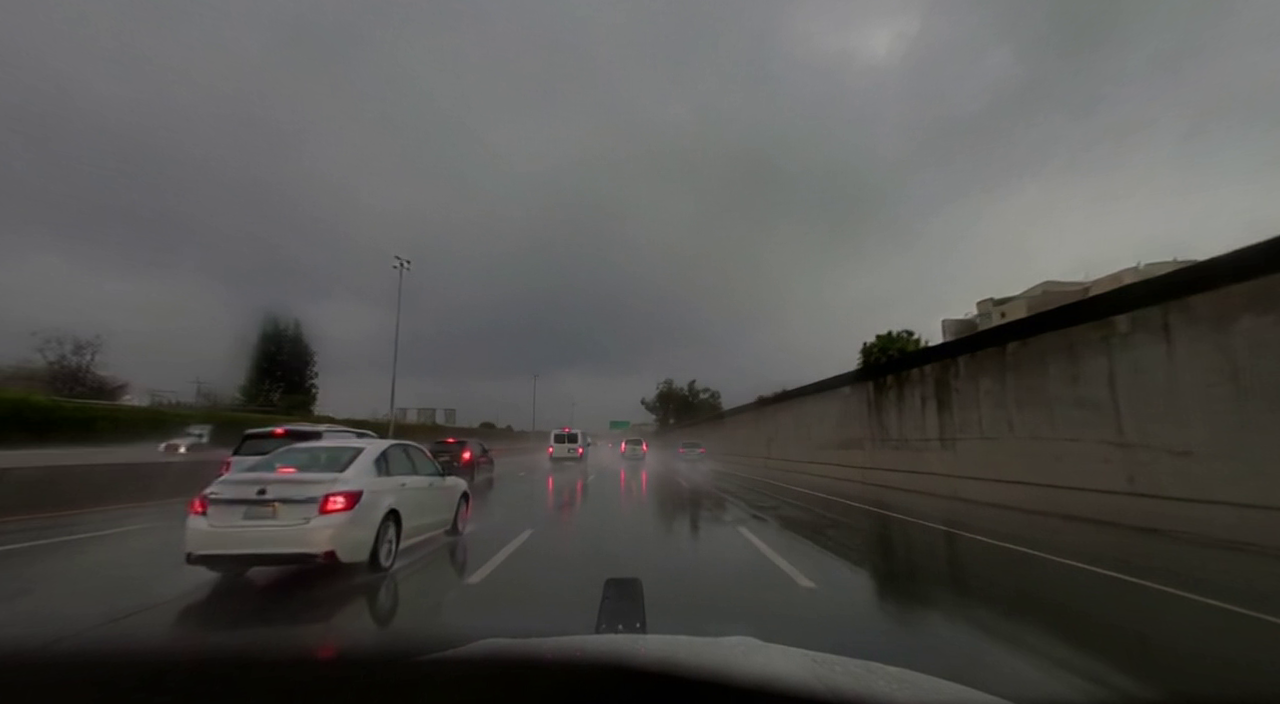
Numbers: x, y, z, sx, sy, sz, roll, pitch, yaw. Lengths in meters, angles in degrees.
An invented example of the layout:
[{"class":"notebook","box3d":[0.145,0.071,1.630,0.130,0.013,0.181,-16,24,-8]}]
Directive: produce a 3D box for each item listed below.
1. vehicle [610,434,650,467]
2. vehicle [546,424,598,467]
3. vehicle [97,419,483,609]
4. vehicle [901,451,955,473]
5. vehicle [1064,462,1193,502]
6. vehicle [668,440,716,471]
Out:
[{"class":"vehicle","box3d":[-0.560,5.709,36.503,2.207,1.807,4.199,0,-9,-1]},{"class":"vehicle","box3d":[-3.872,5.522,37.028,2.504,2.276,5.933,0,-9,-1]},{"class":"vehicle","box3d":[-3.343,1.619,7.202,1.963,1.507,4.172,0,-9,1]},{"class":"vehicle","box3d":[20.649,7.884,45.319,1.789,1.531,3.983,1,-9,-3]},{"class":"vehicle","box3d":[20.886,5.539,27.228,1.896,1.474,4.502,0,-9,-1]},{"class":"vehicle","box3d":[2.740,5.601,34.268,2.127,1.513,4.501,0,-9,-1]}]
